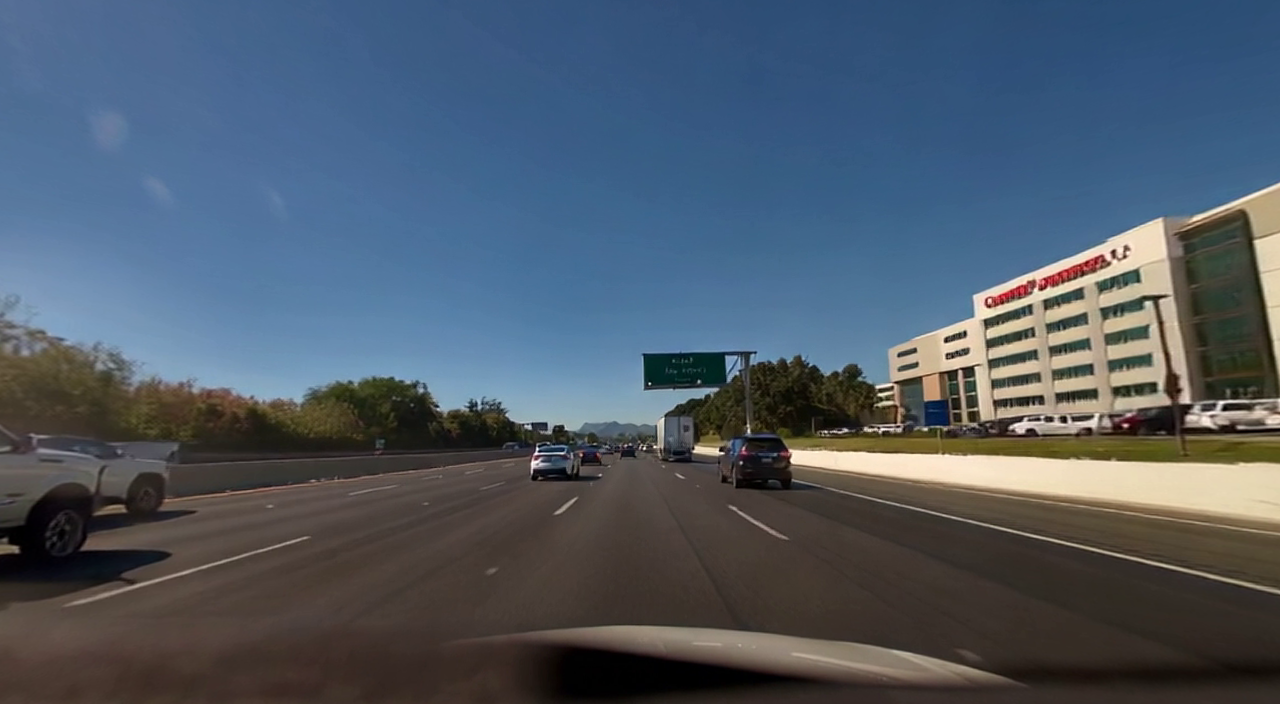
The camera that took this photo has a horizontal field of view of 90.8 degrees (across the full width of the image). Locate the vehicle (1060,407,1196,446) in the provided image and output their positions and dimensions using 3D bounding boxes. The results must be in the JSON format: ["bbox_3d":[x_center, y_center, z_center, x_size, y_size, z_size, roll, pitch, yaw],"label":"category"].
[{"bbox_3d":[29.636,4.624,38.607,5.997,2.075,2.388,-3,-9,10],"label":"vehicle"}]

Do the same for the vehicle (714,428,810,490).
[{"bbox_3d":[3.931,3.541,21.202,2.198,1.807,4.530,0,-8,-1],"label":"vehicle"}]

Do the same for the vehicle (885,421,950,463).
[{"bbox_3d":[19.662,6.448,44.995,2.417,2.793,4.485,0,-9,-1],"label":"vehicle"}]

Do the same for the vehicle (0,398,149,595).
[{"bbox_3d":[-7.047,1.191,4.804,2.129,1.813,5.525,0,-8,0],"label":"vehicle"}]

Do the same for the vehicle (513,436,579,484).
[{"bbox_3d":[-3.686,4.337,25.631,1.987,1.765,4.508,0,-8,0],"label":"vehicle"}]
